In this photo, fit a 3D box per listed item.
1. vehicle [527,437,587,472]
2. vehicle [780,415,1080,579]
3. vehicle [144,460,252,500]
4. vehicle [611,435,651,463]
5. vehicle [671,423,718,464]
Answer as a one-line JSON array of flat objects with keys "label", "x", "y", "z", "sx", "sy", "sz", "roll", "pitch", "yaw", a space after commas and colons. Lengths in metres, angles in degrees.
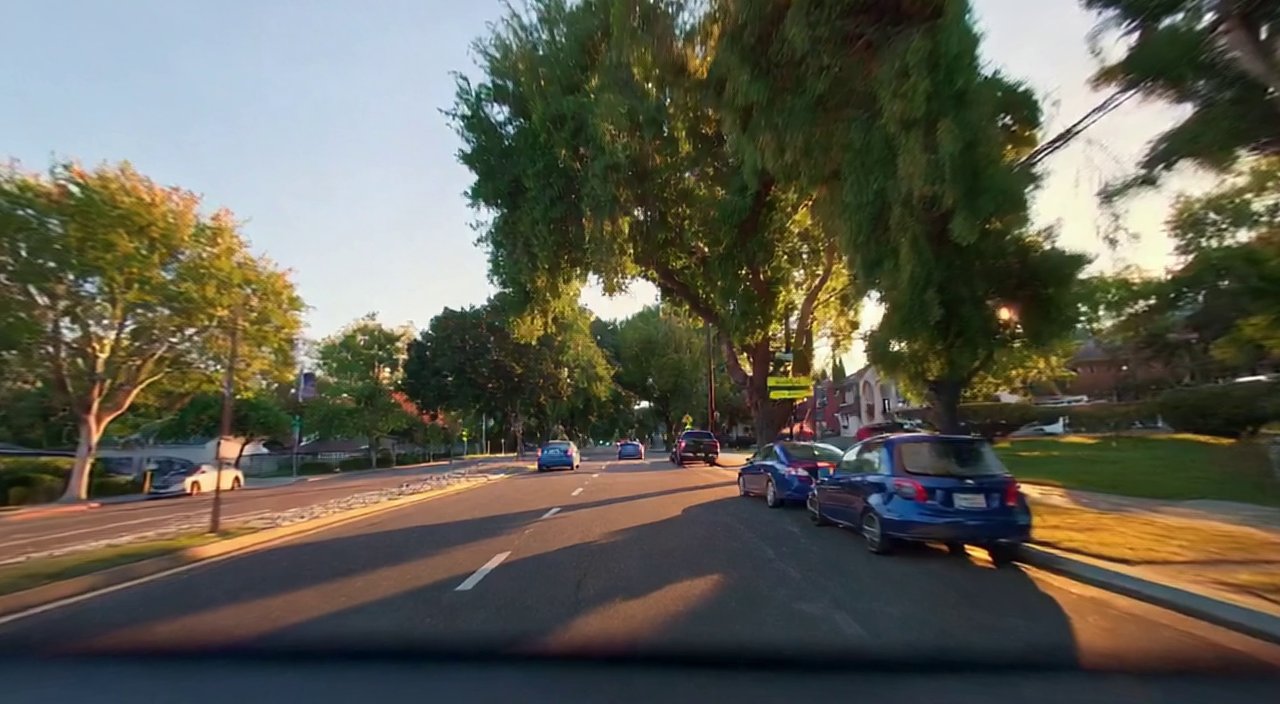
[{"label": "vehicle", "x": -3.642, "y": 4.575, "z": 28.399, "sx": 2.083, "sy": 1.460, "sz": 4.527, "roll": 0, "pitch": -8, "yaw": 0}, {"label": "vehicle", "x": 3.307, "y": 1.728, "z": 8.422, "sx": 1.819, "sy": 1.554, "sz": 4.638, "roll": 0, "pitch": -8, "yaw": 0}, {"label": "vehicle", "x": -19.385, "y": 5.585, "z": 27.847, "sx": 1.812, "sy": 1.499, "sz": 4.276, "roll": 0, "pitch": -8, "yaw": -3}, {"label": "vehicle", "x": -0.524, "y": 5.610, "z": 36.566, "sx": 2.187, "sy": 1.478, "sz": 4.138, "roll": 0, "pitch": -8, "yaw": -1}, {"label": "vehicle", "x": 2.884, "y": 5.010, "z": 34.492, "sx": 2.072, "sy": 2.017, "sz": 5.590, "roll": 0, "pitch": -8, "yaw": 0}]
